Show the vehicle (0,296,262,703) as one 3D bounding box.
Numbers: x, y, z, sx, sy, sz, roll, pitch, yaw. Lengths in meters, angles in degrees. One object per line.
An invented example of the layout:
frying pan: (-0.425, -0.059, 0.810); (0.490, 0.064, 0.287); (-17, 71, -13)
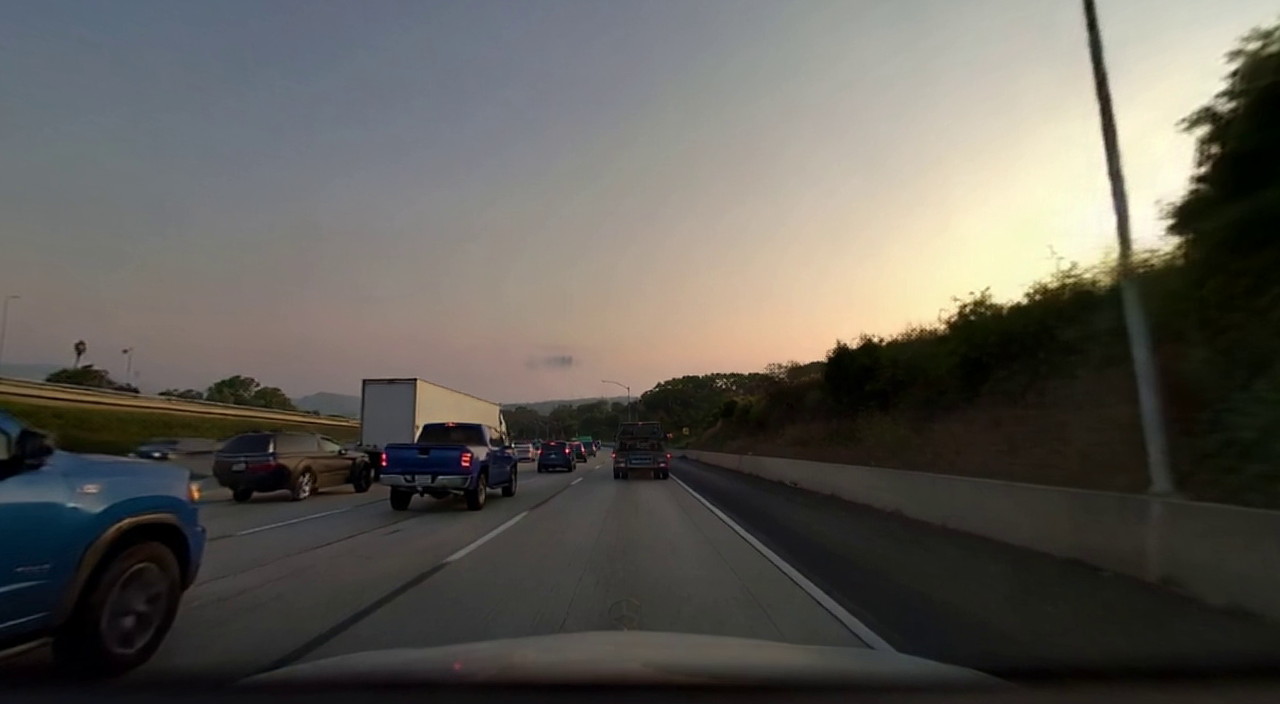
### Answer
vehicle: (-3.553, 0.581, 1.351); (2.303, 1.835, 5.044); (-1, -8, 1)

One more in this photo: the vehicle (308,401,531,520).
vehicle: (-4.181, 2.224, 13.455); (2.575, 1.958, 5.730); (-1, -8, 1)

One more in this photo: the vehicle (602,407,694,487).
vehicle: (0.127, 3.540, 23.804); (2.886, 2.471, 7.692); (0, -8, -2)

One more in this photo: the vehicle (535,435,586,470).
vehicle: (-4.594, 5.897, 37.325); (2.329, 1.859, 4.823); (-1, -8, 1)
